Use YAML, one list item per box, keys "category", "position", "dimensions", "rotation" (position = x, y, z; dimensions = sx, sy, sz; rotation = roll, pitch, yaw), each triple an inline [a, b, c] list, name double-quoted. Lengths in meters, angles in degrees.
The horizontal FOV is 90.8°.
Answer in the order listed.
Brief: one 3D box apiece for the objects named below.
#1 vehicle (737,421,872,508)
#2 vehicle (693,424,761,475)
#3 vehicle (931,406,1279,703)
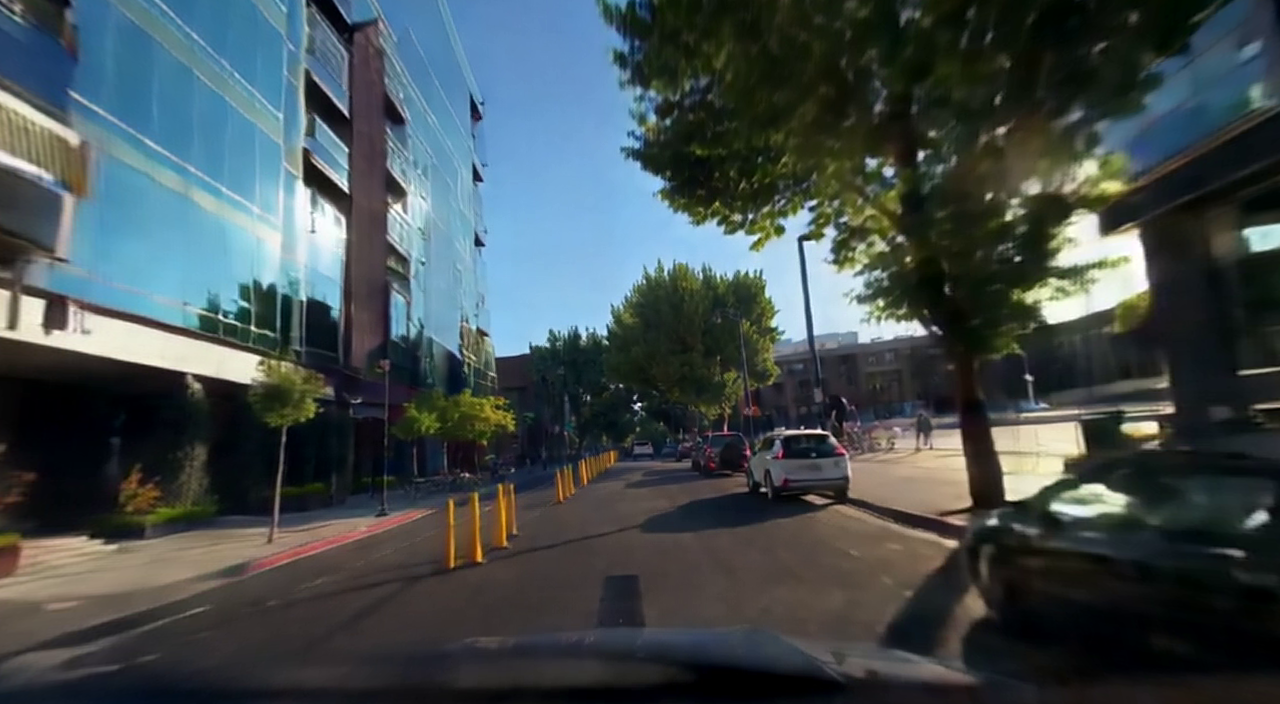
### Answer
- category: "vehicle"
  position: [3.799, 2.674, 15.452]
  dimensions: [1.999, 1.769, 4.191]
  rotation: [-1, -8, -2]
- category: "vehicle"
  position: [3.472, 4.007, 26.094]
  dimensions: [2.127, 1.864, 4.892]
  rotation: [-1, -8, 0]
- category: "vehicle"
  position: [3.723, 1.047, 3.254]
  dimensions: [1.926, 1.509, 4.985]
  rotation: [-1, -8, -2]
